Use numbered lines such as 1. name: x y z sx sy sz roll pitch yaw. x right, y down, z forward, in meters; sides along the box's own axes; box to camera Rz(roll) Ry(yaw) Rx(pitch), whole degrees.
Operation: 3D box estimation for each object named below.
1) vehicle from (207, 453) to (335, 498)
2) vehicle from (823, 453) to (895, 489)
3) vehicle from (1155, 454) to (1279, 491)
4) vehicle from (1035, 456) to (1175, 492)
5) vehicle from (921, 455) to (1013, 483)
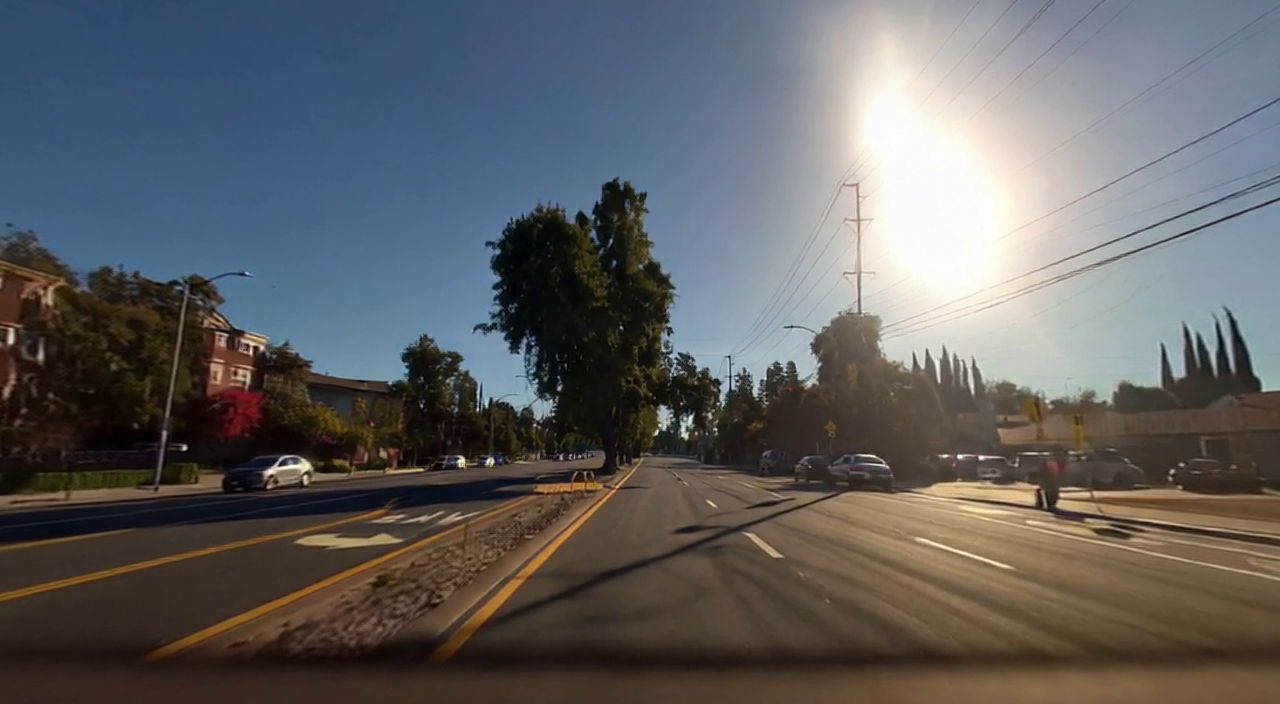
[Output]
1. vehicle: -13.941 4.669 24.186 2.047 1.467 4.611 0 -8 1
2. vehicle: 12.027 6.545 34.979 2.182 1.768 4.904 0 -8 0
3. vehicle: 25.543 5.265 27.492 4.368 1.394 1.983 2 -10 1
4. vehicle: 20.552 5.391 28.005 4.664 1.504 1.816 0 -8 1
5. vehicle: 19.804 7.095 38.409 4.643 1.520 1.894 -3 -9 18
